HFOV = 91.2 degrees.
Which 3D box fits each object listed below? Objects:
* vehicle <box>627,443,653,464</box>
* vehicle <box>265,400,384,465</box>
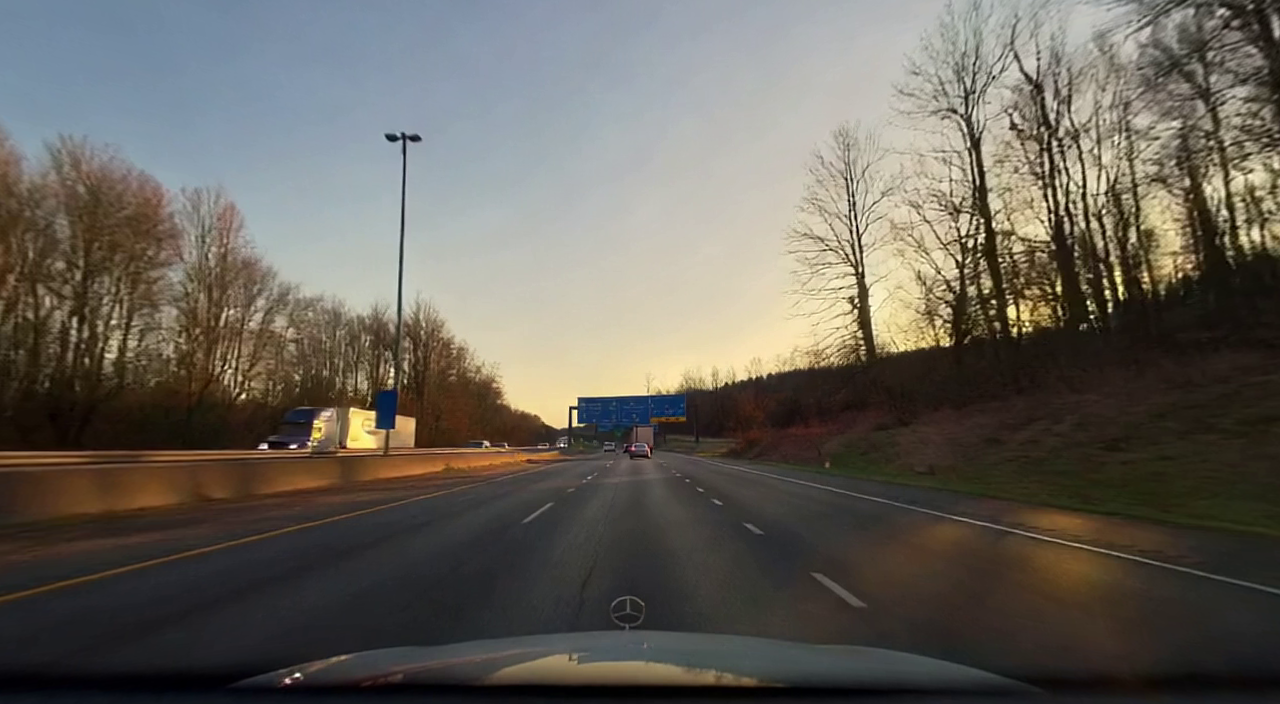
[{"bbox_3d":[-0.001,7.506,46.648,1.859,1.478,3.799,0,-8,0],"label":"vehicle"},{"bbox_3d":[-21.197,5.637,43.081,2.940,3.918,9.839,0,-9,0],"label":"vehicle"}]
